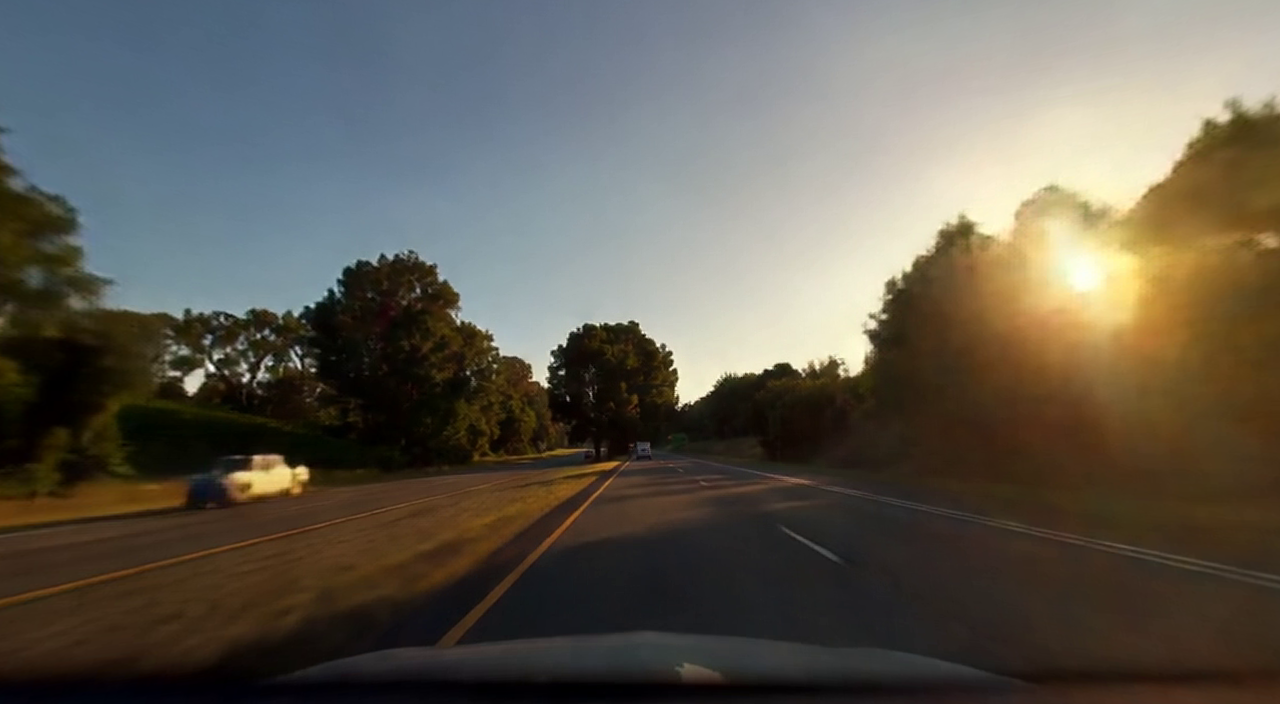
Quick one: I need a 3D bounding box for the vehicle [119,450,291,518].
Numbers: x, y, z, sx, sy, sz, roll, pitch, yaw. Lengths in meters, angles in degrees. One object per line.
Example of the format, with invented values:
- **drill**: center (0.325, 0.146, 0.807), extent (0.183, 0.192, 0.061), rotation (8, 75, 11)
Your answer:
- **vehicle**: center (-14.005, 4.222, 20.810), extent (2.127, 1.936, 4.888), rotation (0, -9, 0)
